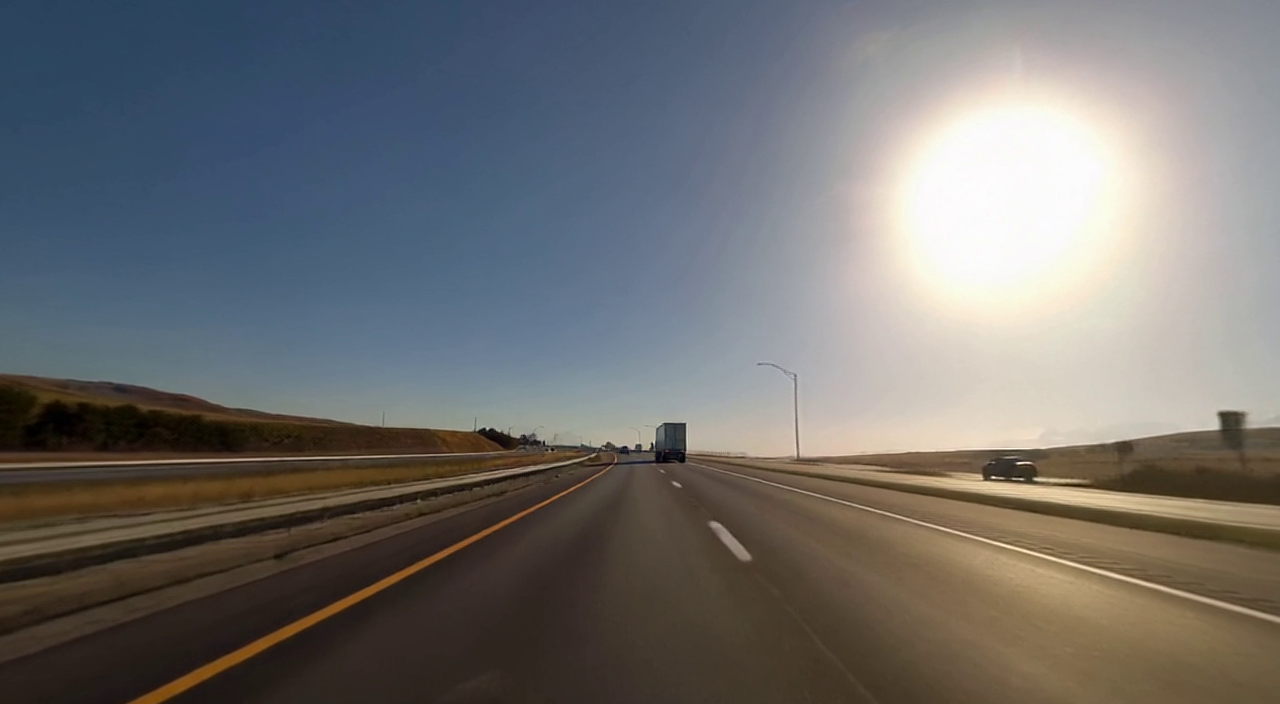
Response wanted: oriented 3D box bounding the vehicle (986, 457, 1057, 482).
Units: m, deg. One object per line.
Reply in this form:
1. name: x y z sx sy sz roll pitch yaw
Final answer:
1. vehicle: 25.375 7.822 42.099 1.836 1.499 3.936 1 -9 -9
